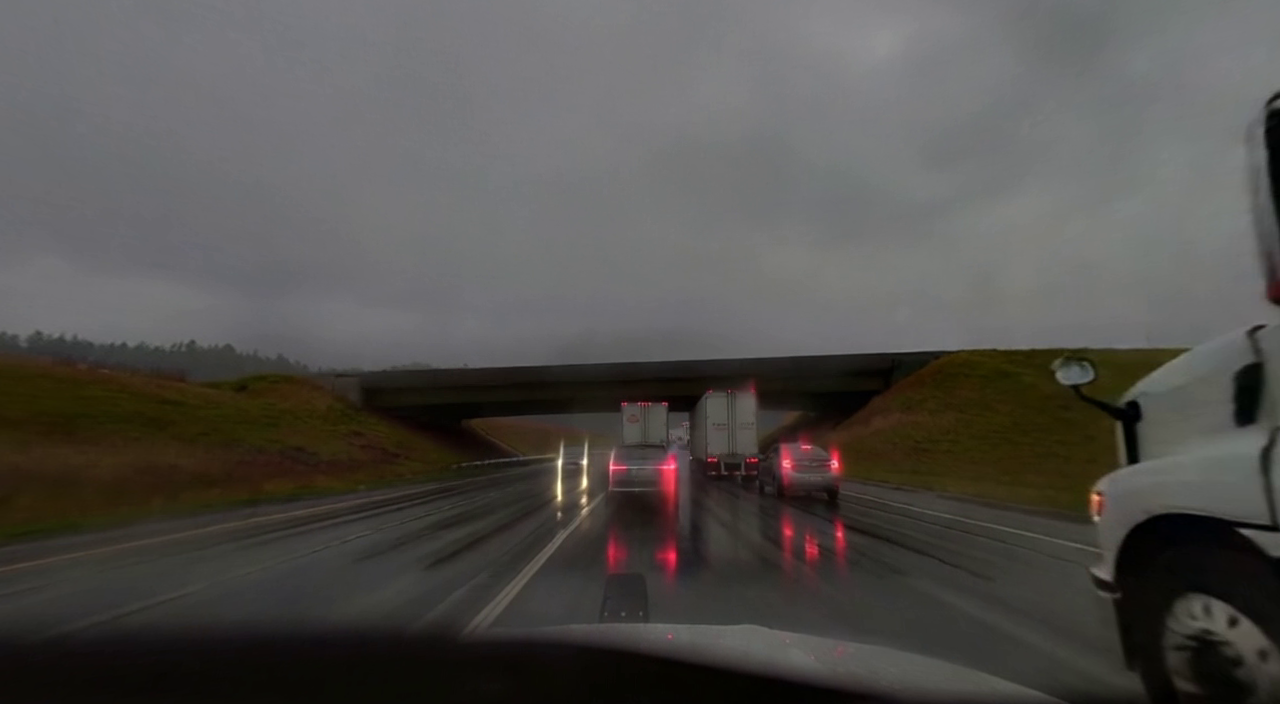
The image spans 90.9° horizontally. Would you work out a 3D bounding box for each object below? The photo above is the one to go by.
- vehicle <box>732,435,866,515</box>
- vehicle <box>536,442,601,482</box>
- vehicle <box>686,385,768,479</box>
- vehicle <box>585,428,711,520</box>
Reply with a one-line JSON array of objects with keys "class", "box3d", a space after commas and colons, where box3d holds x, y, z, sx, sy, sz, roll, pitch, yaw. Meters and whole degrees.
[{"class": "vehicle", "box3d": [3.369, 2.693, 14.218, 1.972, 1.505, 3.946, -1, -9, 0]}, {"class": "vehicle", "box3d": [-2.939, 4.676, 27.023, 2.096, 1.531, 4.210, -1, -9, 3]}, {"class": "vehicle", "box3d": [3.942, 3.920, 30.221, 2.948, 3.974, 6.480, -1, -9, 0]}, {"class": "vehicle", "box3d": [0.182, 2.526, 13.440, 2.256, 1.615, 4.114, -1, -9, 2]}]
